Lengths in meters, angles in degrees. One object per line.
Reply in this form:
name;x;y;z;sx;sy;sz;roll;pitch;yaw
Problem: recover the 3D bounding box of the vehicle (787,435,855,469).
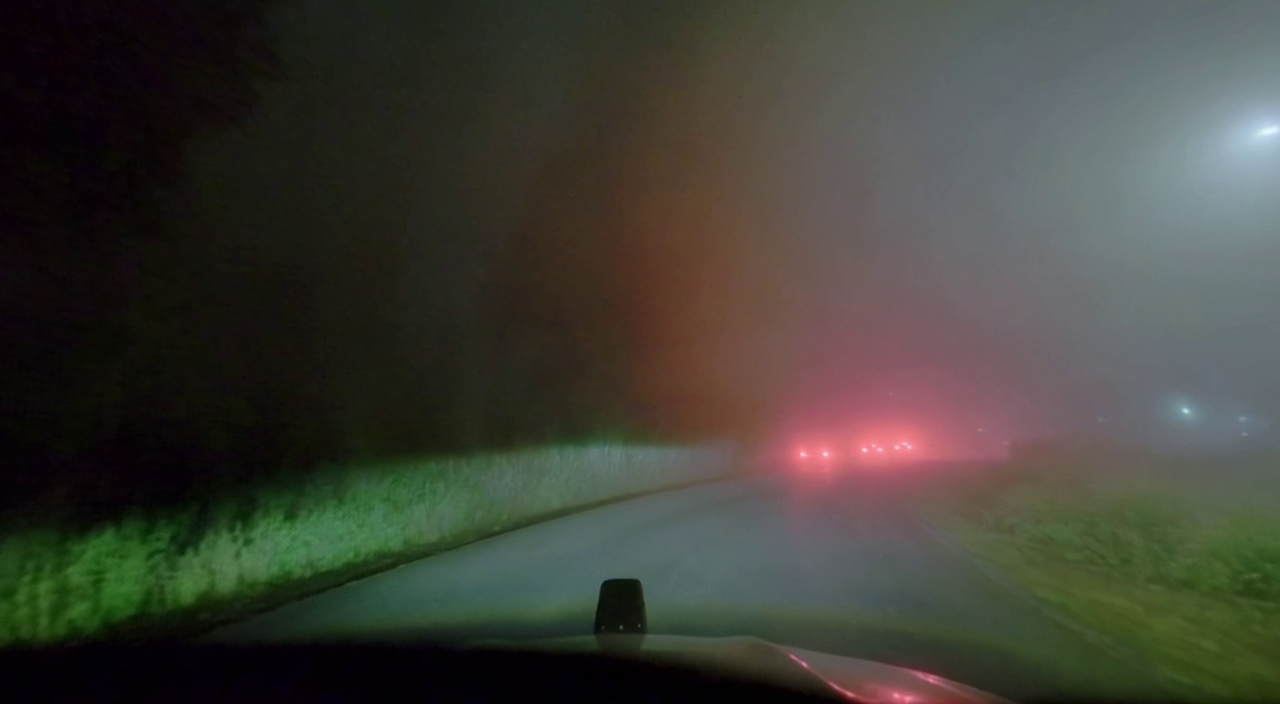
vehicle;10.354;5.665;35.800;1.988;1.789;4.257;-6;-11;42
